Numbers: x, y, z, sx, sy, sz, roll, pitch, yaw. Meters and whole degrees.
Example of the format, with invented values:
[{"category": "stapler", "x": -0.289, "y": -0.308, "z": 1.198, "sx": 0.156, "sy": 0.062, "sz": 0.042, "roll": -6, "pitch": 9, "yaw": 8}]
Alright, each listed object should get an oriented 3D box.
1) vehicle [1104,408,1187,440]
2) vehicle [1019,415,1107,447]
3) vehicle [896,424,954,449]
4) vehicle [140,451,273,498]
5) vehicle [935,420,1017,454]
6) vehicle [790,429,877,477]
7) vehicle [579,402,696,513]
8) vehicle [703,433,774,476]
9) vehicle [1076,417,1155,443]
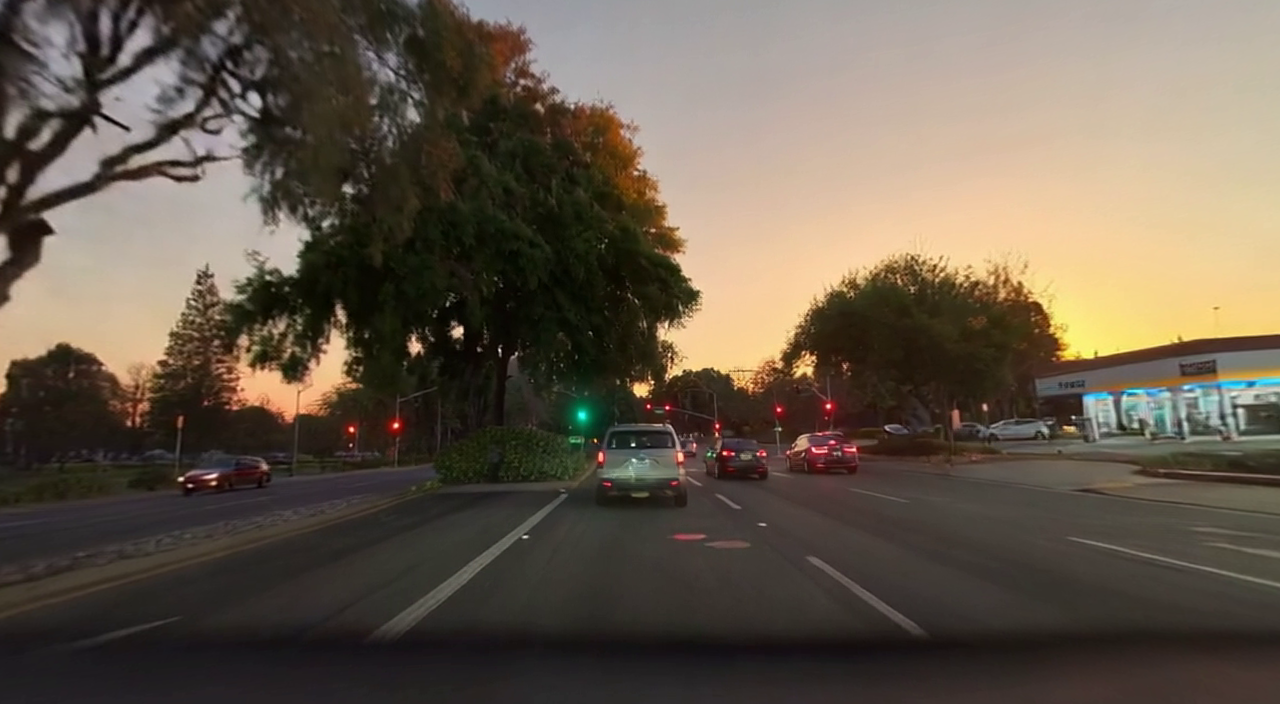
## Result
[{"category": "vehicle", "x": 30.567, "y": 4.440, "z": 38.375, "sx": 1.769, "sy": 1.782, "sz": 4.068, "roll": -1, "pitch": -8, "yaw": 3}, {"category": "vehicle", "x": 25.251, "y": 4.783, "z": 37.933, "sx": 2.107, "sy": 1.806, "sz": 4.410, "roll": 0, "pitch": -8, "yaw": -2}, {"category": "vehicle", "x": 19.733, "y": 5.881, "z": 43.941, "sx": 1.925, "sy": 1.629, "sz": 4.331, "roll": 0, "pitch": -8, "yaw": -1}, {"category": "vehicle", "x": -16.685, "y": 4.703, "z": 24.703, "sx": 1.942, "sy": 1.479, "sz": 4.765, "roll": -4, "pitch": -8, "yaw": -1}, {"category": "vehicle", "x": 19.899, "y": 5.066, "z": 37.719, "sx": 1.929, "sy": 1.763, "sz": 5.190, "roll": -3, "pitch": -8, "yaw": -1}, {"category": "vehicle", "x": 6.981, "y": 3.681, "z": 23.254, "sx": 1.793, "sy": 1.585, "sz": 4.130, "roll": 0, "pitch": -8, "yaw": -2}, {"category": "vehicle", "x": -0.076, "y": 2.203, "z": 13.524, "sx": 2.038, "sy": 1.917, "sz": 4.900, "roll": 0, "pitch": -8, "yaw": -1}, {"category": "vehicle", "x": 3.666, "y": 3.901, "z": 24.297, "sx": 1.940, "sy": 1.474, "sz": 4.234, "roll": 0, "pitch": -8, "yaw": -2}, {"category": "vehicle", "x": 27.792, "y": 4.608, "z": 37.064, "sx": 1.709, "sy": 1.423, "sz": 3.660, "roll": 0, "pitch": -8, "yaw": 0}]
